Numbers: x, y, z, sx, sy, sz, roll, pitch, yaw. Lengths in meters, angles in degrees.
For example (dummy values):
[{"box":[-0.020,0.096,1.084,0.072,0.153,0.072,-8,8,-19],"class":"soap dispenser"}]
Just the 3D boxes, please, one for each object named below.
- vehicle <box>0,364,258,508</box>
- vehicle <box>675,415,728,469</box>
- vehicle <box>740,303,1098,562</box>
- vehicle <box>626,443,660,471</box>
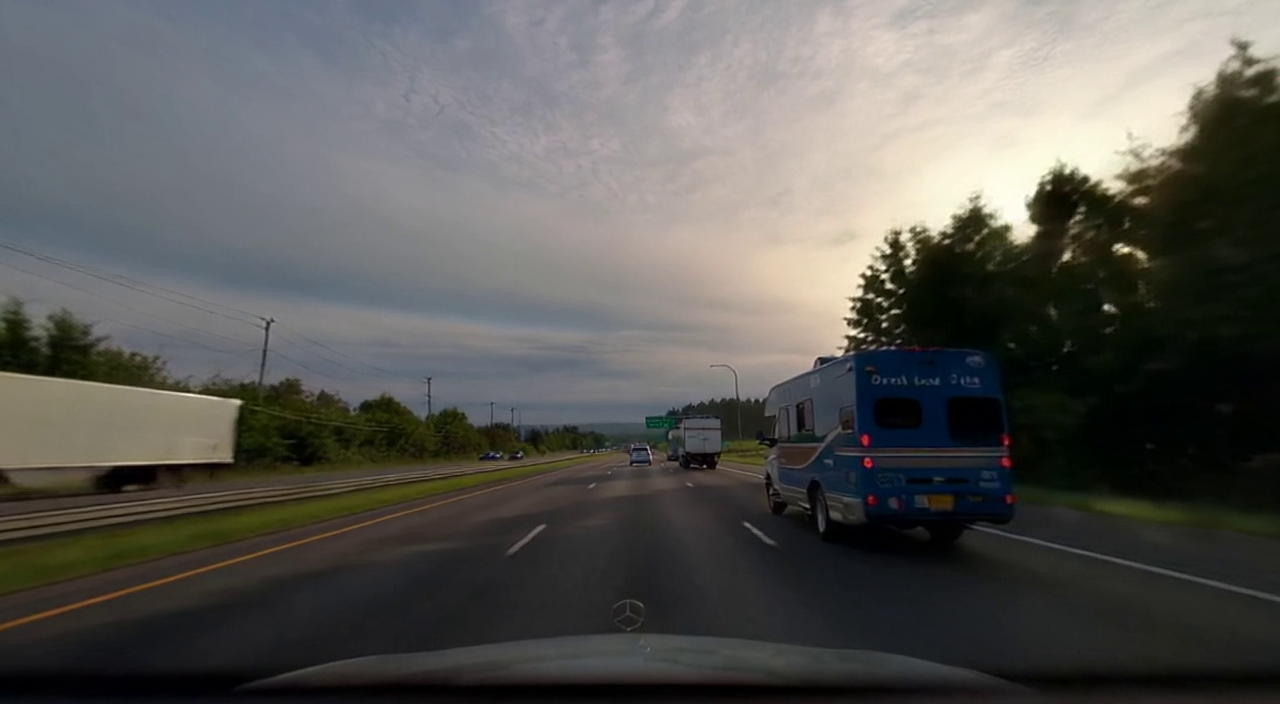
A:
[{"box":[-19.382,2.838,20.697,3.059,3.980,16.984,0,-9,0],"class":"vehicle"},{"box":[4.301,6.600,46.061,2.931,3.530,8.760,0,-9,0],"class":"vehicle"},{"box":[3.801,1.462,11.026,2.698,3.001,7.323,0,-9,-1],"class":"vehicle"},{"box":[0.180,6.862,41.335,2.151,1.678,3.923,0,-9,0],"class":"vehicle"}]
